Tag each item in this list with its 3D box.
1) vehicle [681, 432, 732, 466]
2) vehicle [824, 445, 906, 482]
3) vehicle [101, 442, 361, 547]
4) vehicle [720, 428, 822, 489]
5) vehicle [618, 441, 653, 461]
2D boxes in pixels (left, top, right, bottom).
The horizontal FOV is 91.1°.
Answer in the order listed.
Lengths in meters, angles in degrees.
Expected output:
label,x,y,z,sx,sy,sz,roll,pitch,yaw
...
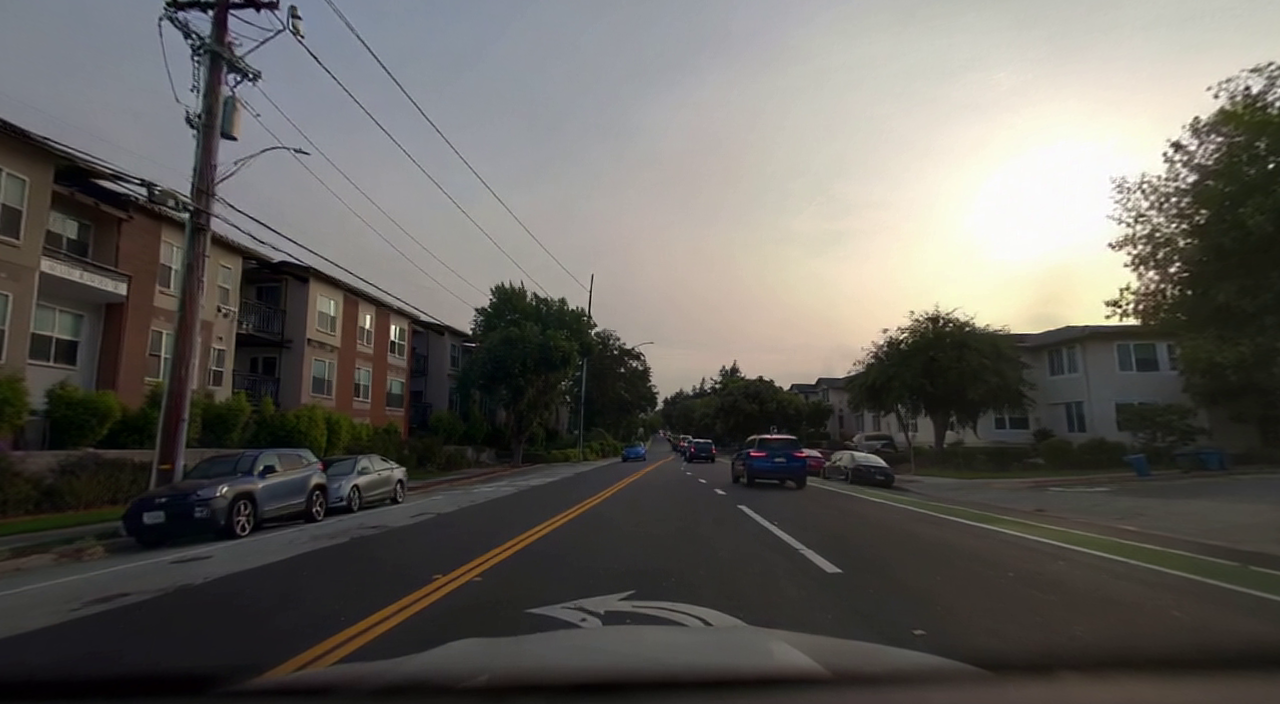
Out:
label,x,y,z,sx,sy,sz,roll,pitch,yaw
vehicle,3.871,5.736,37.306,2.368,1.840,4.896,0,-8,-1
vehicle,9.789,4.855,27.752,1.935,1.478,4.711,0,-8,1
vehicle,-8.276,2.860,13.468,2.381,1.825,4.652,0,-8,0
vehicle,4.093,3.428,20.529,2.306,1.719,4.805,0,-8,0
vehicle,-0.307,7.467,47.401,2.155,1.436,4.501,-1,-8,5
